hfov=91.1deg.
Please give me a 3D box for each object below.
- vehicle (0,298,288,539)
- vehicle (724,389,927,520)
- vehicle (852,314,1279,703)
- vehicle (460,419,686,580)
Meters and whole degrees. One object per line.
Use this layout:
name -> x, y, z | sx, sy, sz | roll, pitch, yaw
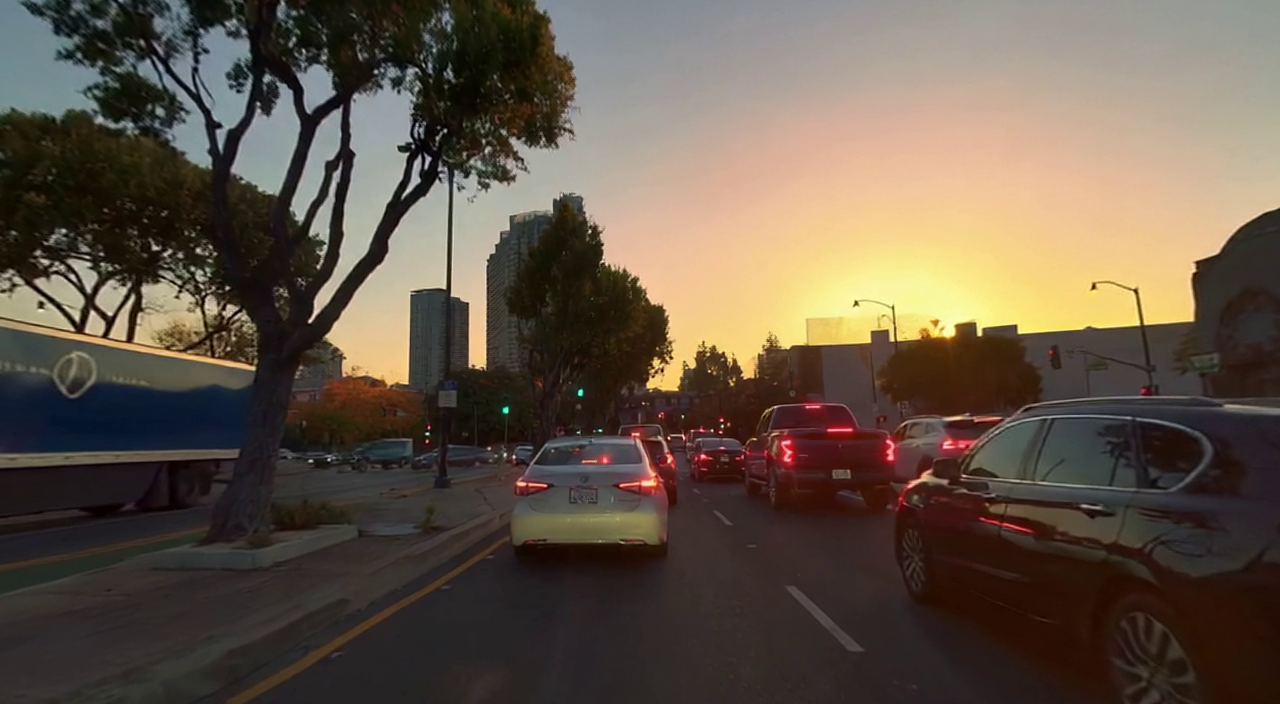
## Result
vehicle -> -13.290, 1.259, 11.702 | 3.246, 4.347, 17.394 | 0, -9, 1
vehicle -> 3.508, 2.153, 13.541 | 2.497, 2.186, 5.890 | 0, -9, -1
vehicle -> 3.180, 1.020, 3.967 | 2.024, 1.723, 4.714 | 0, -9, 0
vehicle -> -0.628, 1.739, 8.236 | 2.172, 1.536, 4.250 | 0, -9, 1
